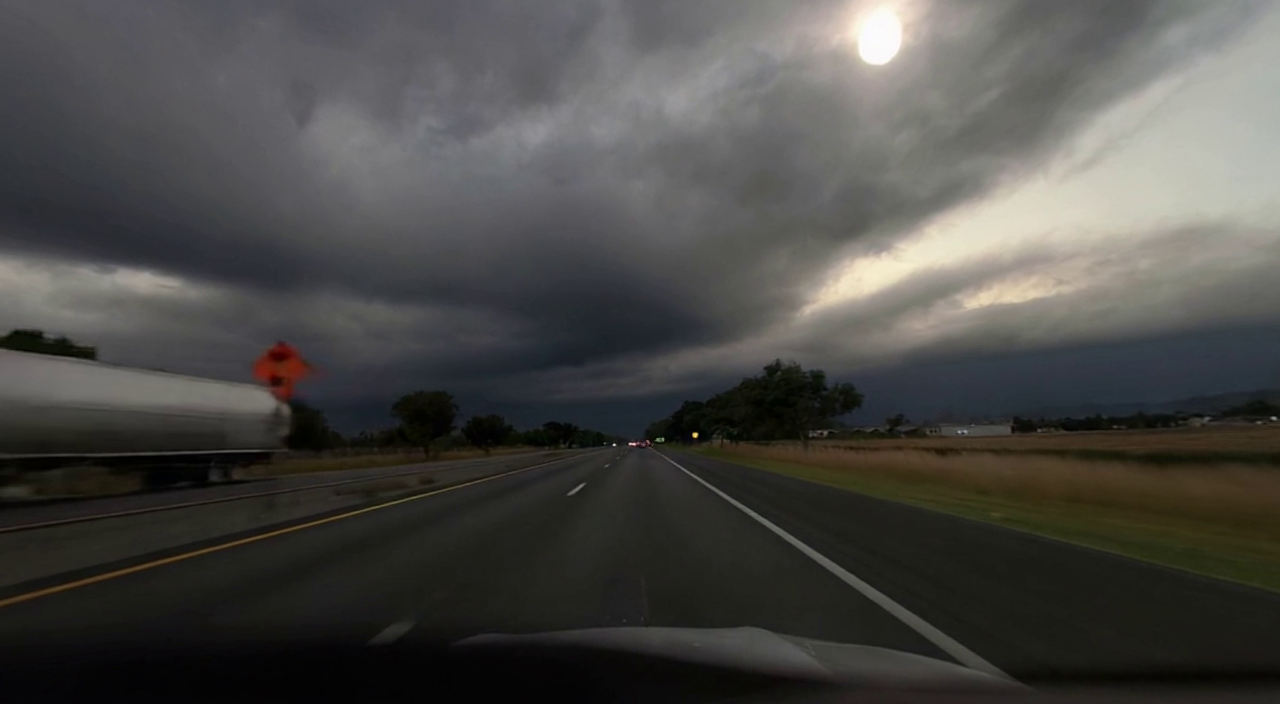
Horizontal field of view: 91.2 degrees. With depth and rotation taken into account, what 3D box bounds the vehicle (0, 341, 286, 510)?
[{"bbox_3d":[-16.429,2.360,18.986,2.947,3.905,14.614,0,-8,0],"label":"vehicle"}]
